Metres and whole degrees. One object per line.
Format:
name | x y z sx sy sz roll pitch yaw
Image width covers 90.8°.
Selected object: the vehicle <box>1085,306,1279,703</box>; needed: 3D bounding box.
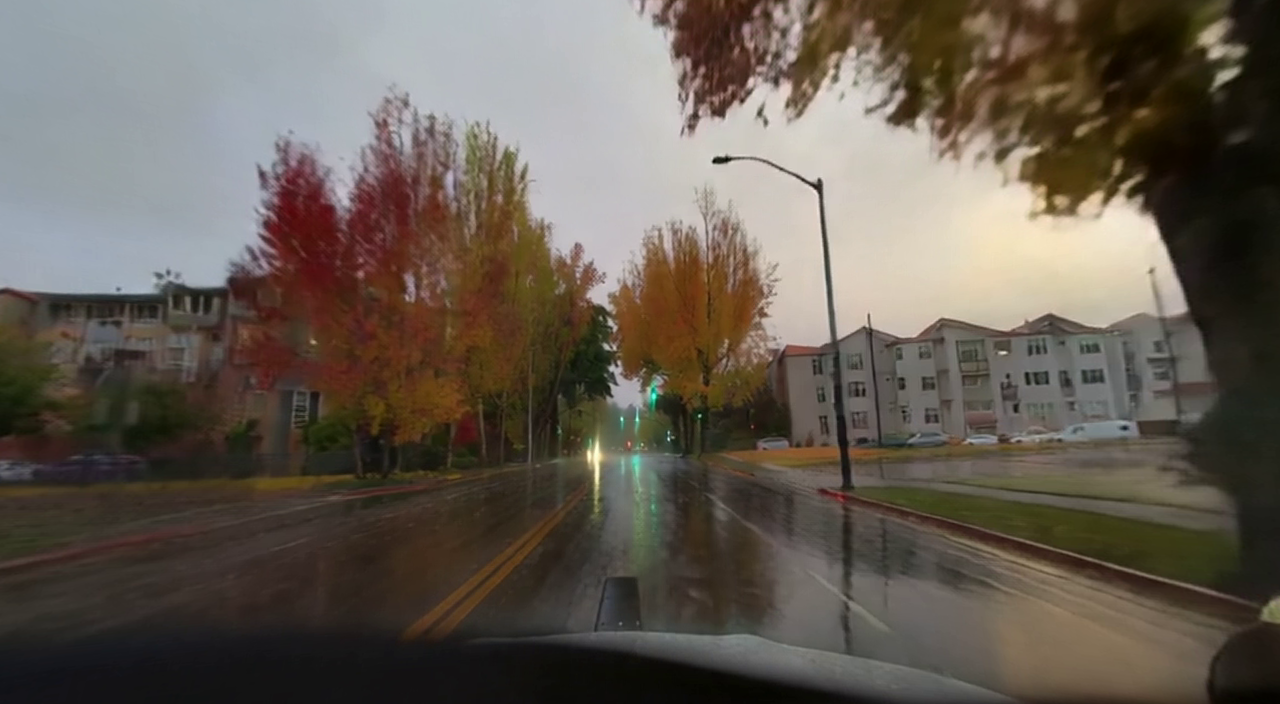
vehicle | 3.202 0.511 0.422 2.224 1.791 4.834 0 -8 0
